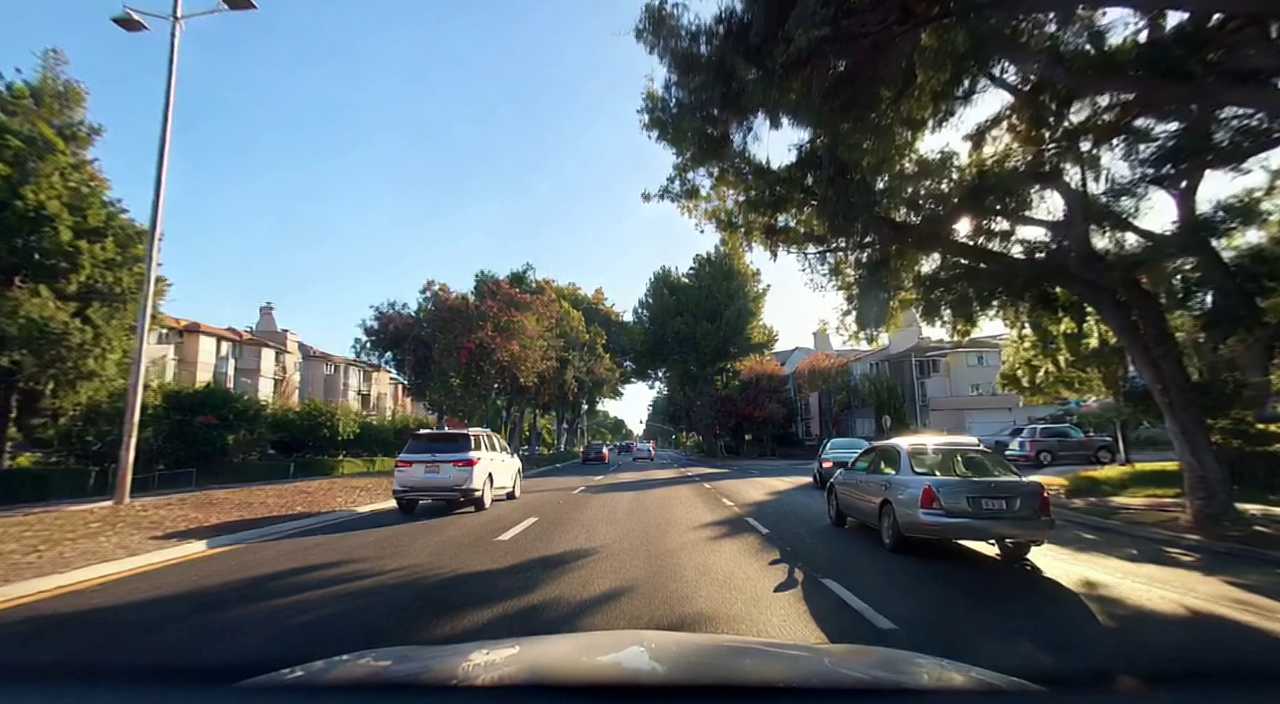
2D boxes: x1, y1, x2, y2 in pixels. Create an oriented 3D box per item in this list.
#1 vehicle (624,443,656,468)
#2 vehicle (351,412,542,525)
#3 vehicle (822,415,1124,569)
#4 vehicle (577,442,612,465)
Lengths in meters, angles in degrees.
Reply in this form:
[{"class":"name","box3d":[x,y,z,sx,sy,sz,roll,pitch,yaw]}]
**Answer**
[{"class":"vehicle","box3d":[0.062,6.630,40.686,1.940,1.501,4.133,0,-8,1]},{"class":"vehicle","box3d":[-3.568,2.281,12.863,2.216,1.828,4.886,0,-8,2]},{"class":"vehicle","box3d":[4.101,1.785,8.798,1.969,1.593,4.293,0,-8,2]},{"class":"vehicle","box3d":[-3.303,7.474,46.609,2.091,1.548,4.604,0,-8,2]}]
